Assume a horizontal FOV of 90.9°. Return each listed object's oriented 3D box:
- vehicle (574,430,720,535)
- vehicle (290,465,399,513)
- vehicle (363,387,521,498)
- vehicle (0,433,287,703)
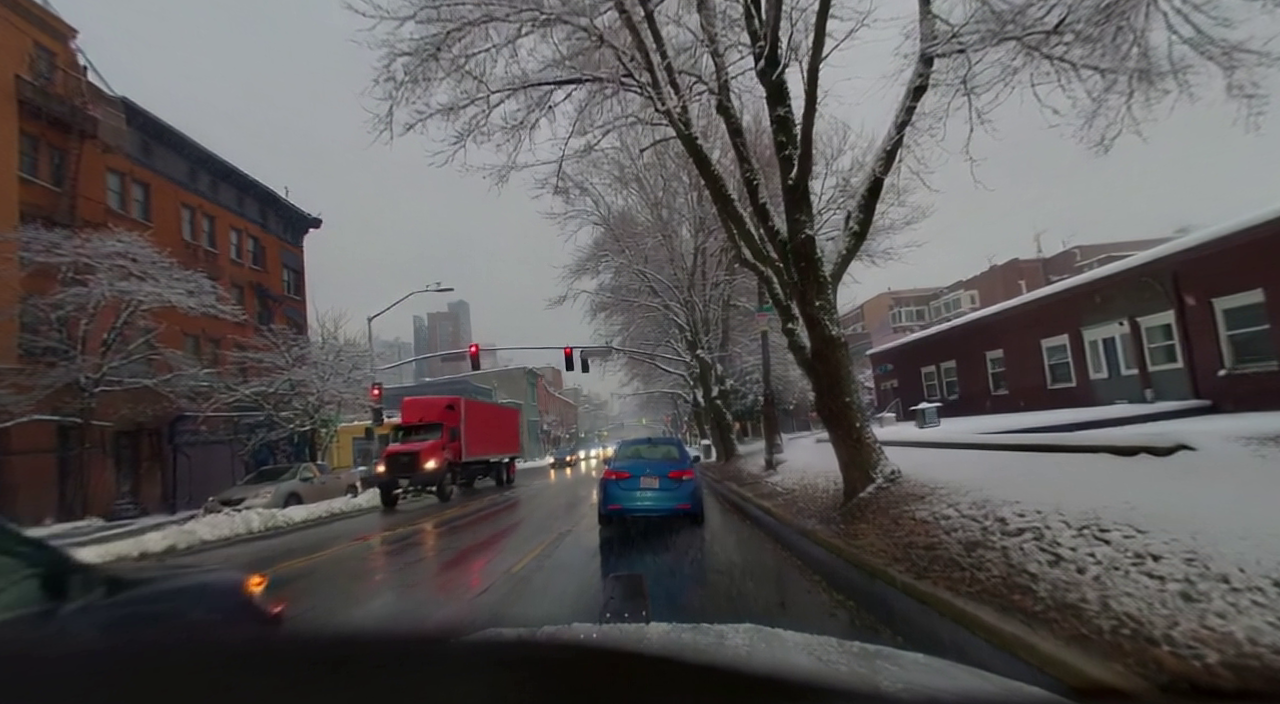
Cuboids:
[{"bbox_3d":[0.141,2.173,11.076,2.094,1.478,3.922,0,-8,1],"label":"vehicle"},{"bbox_3d":[-11.201,5.187,24.262,2.010,1.483,4.324,-1,-8,1],"label":"vehicle"},{"bbox_3d":[-8.205,4.098,28.484,2.986,3.933,11.600,-1,-8,2],"label":"vehicle"},{"bbox_3d":[-2.907,0.793,0.695,2.099,1.424,4.843,-1,-8,2],"label":"vehicle"}]
